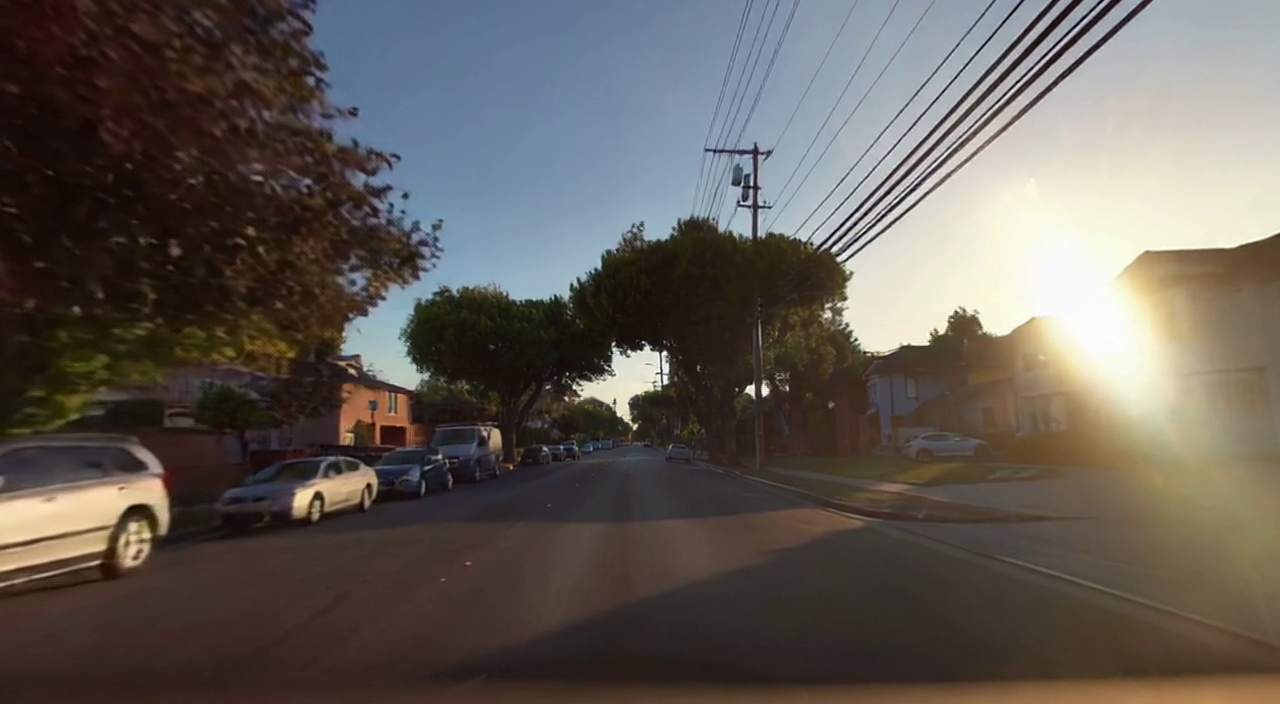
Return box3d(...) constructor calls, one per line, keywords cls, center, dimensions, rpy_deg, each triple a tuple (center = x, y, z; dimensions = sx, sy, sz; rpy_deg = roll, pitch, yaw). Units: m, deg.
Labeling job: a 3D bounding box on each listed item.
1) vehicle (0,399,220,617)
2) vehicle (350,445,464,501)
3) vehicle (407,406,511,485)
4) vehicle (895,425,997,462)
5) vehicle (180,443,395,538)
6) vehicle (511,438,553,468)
box3d(cls="vehicle", center=(-6.429, 1.433, 5.849), dimensions=(1.941, 1.832, 4.666), rpy_deg=(-2, -9, -1))
box3d(cls="vehicle", center=(-6.763, 3.541, 18.841), dimensions=(1.846, 1.427, 4.260), rpy_deg=(-1, -9, -1))
box3d(cls="vehicle", center=(-6.905, 3.738, 24.997), dimensions=(2.439, 2.724, 5.647), rpy_deg=(0, -9, 0))
box3d(cls="vehicle", center=(15.929, 4.827, 33.035), dimensions=(4.275, 1.645, 1.874), rpy_deg=(-3, -10, 1))
box3d(cls="vehicle", center=(-6.527, 2.571, 12.374), dimensions=(1.858, 1.476, 4.262), rpy_deg=(-1, -9, -2))
box3d(cls="vehicle", center=(-6.890, 6.466, 40.713), dimensions=(1.963, 1.820, 4.297), rpy_deg=(0, -8, -1))
